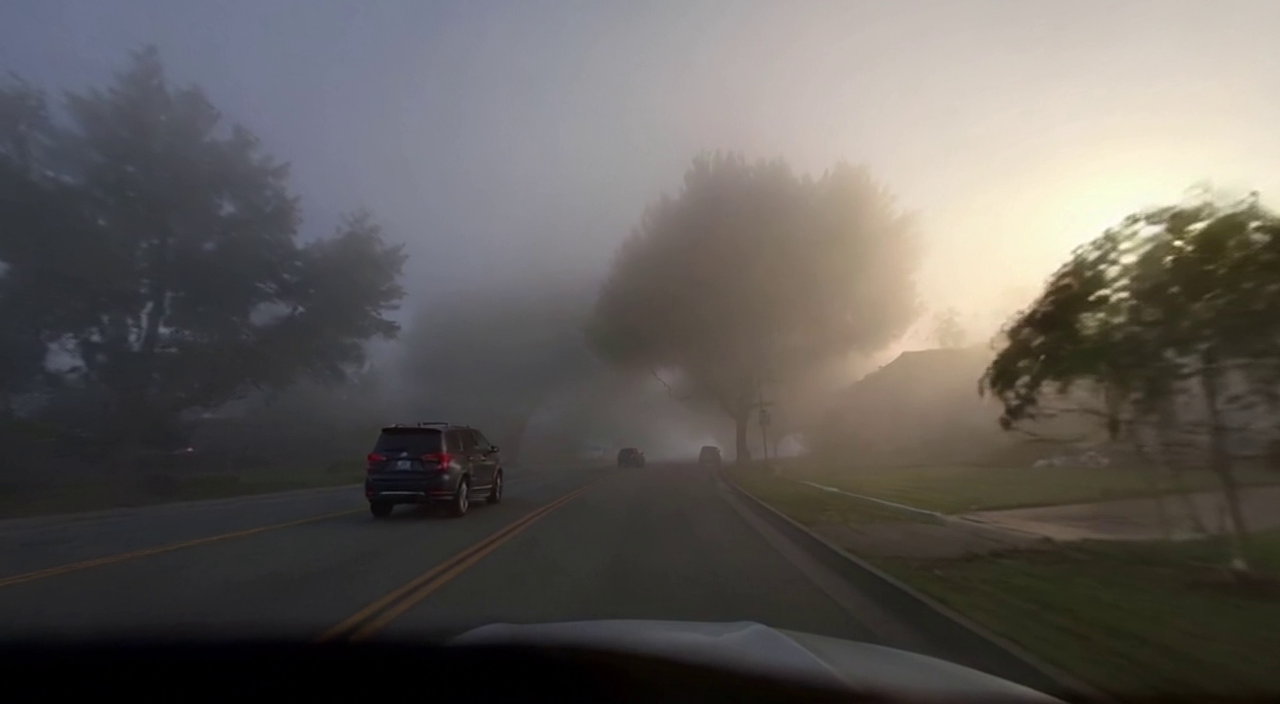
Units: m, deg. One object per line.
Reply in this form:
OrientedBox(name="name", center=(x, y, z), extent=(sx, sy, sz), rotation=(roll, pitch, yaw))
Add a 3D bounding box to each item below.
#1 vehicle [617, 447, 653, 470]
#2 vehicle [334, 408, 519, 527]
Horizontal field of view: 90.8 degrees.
OrientedBox(name="vehicle", center=(-0.336, 8.132, 48.437), extent=(2.001, 1.664, 4.174), rotation=(-1, -9, 10))
OrientedBox(name="vehicle", center=(-4.274, 2.434, 13.818), extent=(2.085, 2.084, 5.133), rotation=(0, -9, 2))
